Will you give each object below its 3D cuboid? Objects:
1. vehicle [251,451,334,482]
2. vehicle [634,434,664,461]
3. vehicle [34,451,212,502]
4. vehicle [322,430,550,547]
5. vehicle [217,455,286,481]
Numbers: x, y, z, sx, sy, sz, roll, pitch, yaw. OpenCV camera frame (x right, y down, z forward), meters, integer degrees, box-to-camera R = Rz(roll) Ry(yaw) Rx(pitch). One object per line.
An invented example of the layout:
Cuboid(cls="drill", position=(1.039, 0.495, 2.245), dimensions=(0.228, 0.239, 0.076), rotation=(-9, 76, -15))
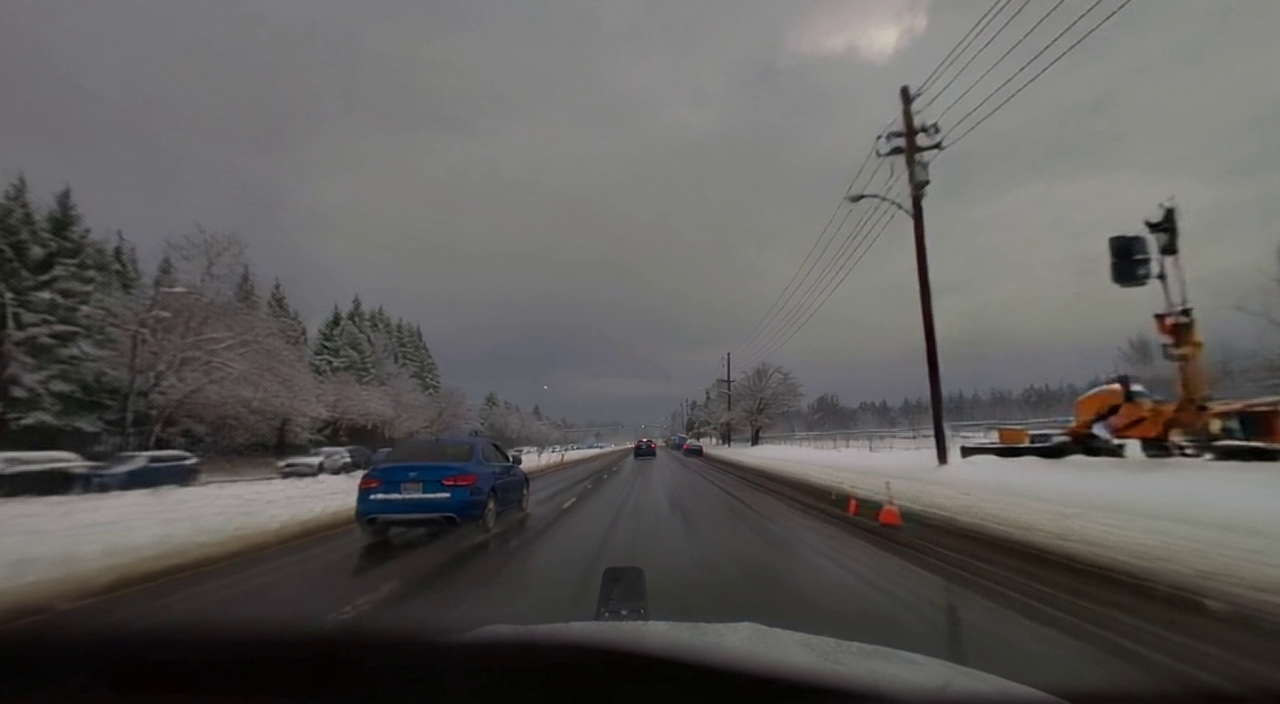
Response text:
Cuboid(cls="vehicle", position=(-18.528, 6.106, 33.899), dimensions=(1.979, 1.470, 4.571), rotation=(0, -8, -1))
Cuboid(cls="vehicle", position=(0.593, 6.936, 45.659), dimensions=(2.060, 1.845, 4.151), rotation=(0, -8, 0))
Cuboid(cls="vehicle", position=(-17.363, 4.176, 21.597), dimensions=(1.988, 1.491, 4.768), rotation=(0, -8, 2))
Cuboid(cls="vehicle", position=(-2.975, 2.113, 10.566), dimensions=(2.087, 1.480, 4.825), rotation=(0, -8, 2))
Cuboid(cls="vehicle", position=(-25.649, 7.663, 41.841), dimensions=(1.833, 1.510, 4.388), rotation=(0, -8, -2))
